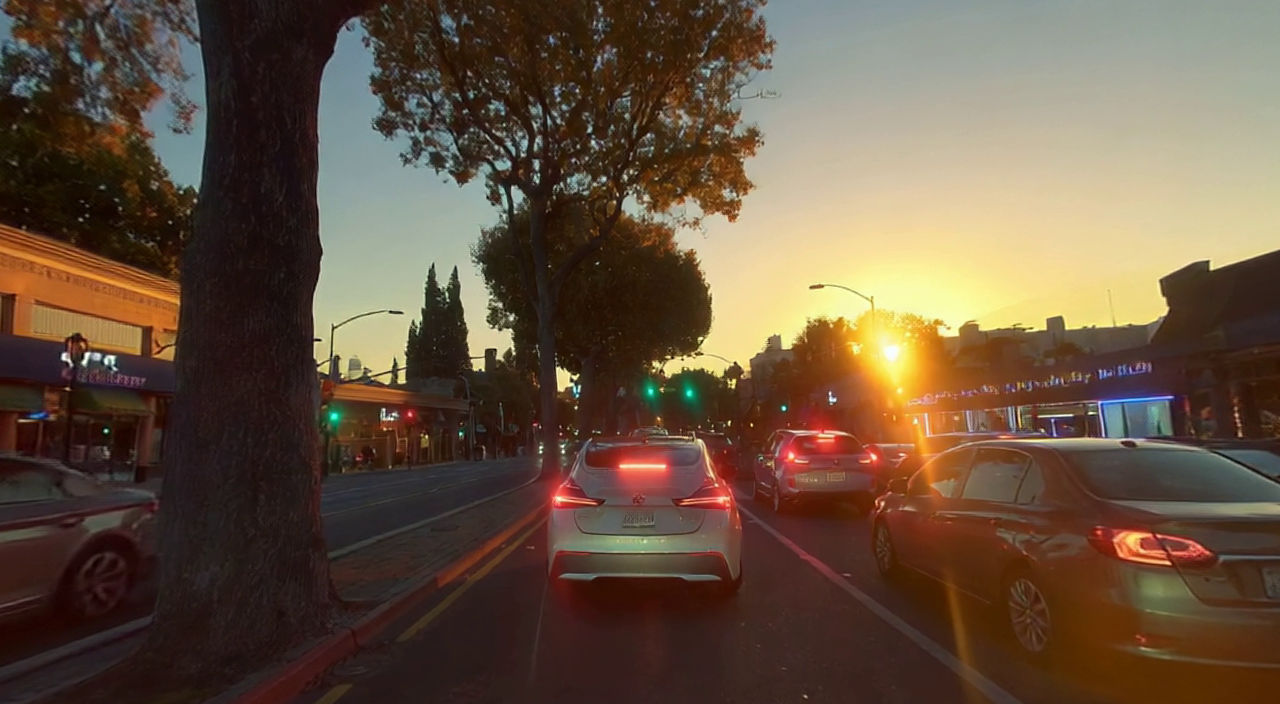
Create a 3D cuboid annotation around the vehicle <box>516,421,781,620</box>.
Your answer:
[{"bbox_3d":[0.059,1.546,6.630,2.006,1.487,3.535,0,-9,0],"label":"vehicle"}]

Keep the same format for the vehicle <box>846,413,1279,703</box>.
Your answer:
[{"bbox_3d":[3.402,1.368,5.311,1.988,1.480,4.195,0,-9,1],"label":"vehicle"}]

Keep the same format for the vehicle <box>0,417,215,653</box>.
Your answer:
[{"bbox_3d":[-5.173,1.160,3.824,1.898,1.542,4.689,0,-9,1],"label":"vehicle"}]
